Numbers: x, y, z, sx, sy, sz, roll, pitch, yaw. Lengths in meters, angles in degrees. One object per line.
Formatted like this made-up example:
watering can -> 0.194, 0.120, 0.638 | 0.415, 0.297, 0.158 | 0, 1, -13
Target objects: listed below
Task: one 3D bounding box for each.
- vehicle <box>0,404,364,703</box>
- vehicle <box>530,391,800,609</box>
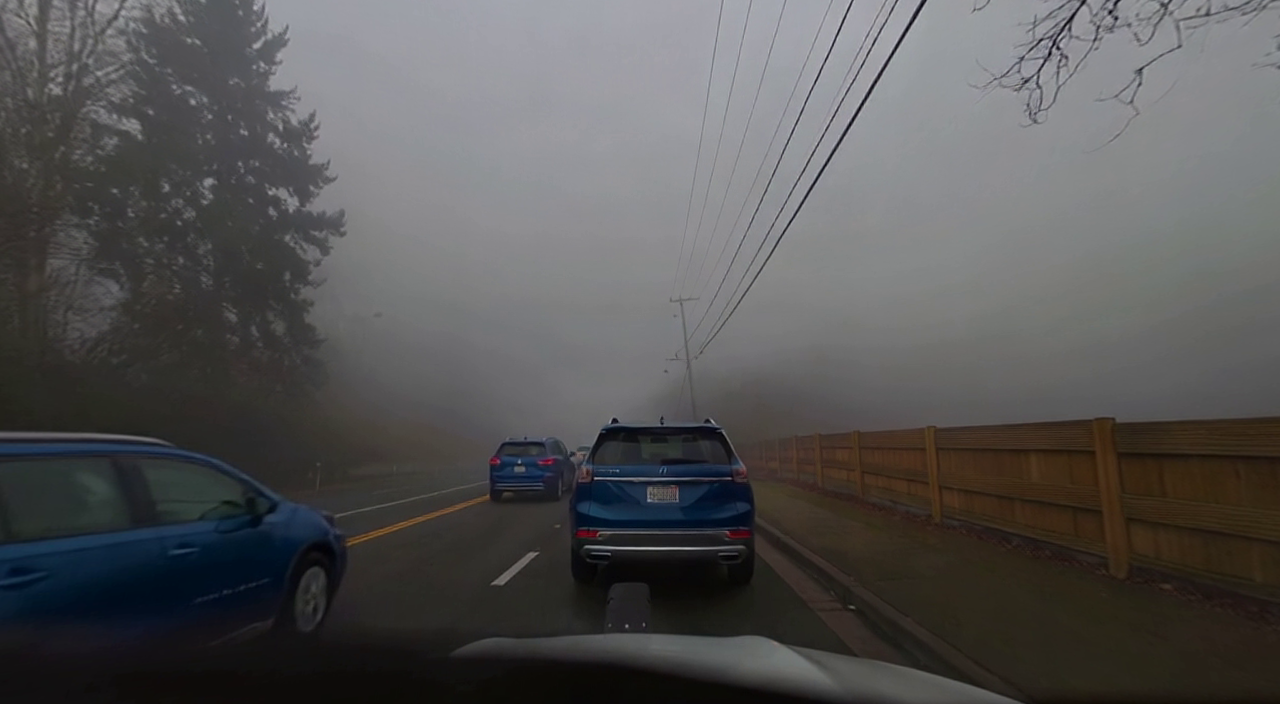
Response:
vehicle -> -3.141, 1.023, 2.755 | 1.979, 1.489, 4.006 | 0, -9, 1
vehicle -> 0.205, 1.505, 7.223 | 2.174, 1.749, 4.113 | 0, -9, 0
